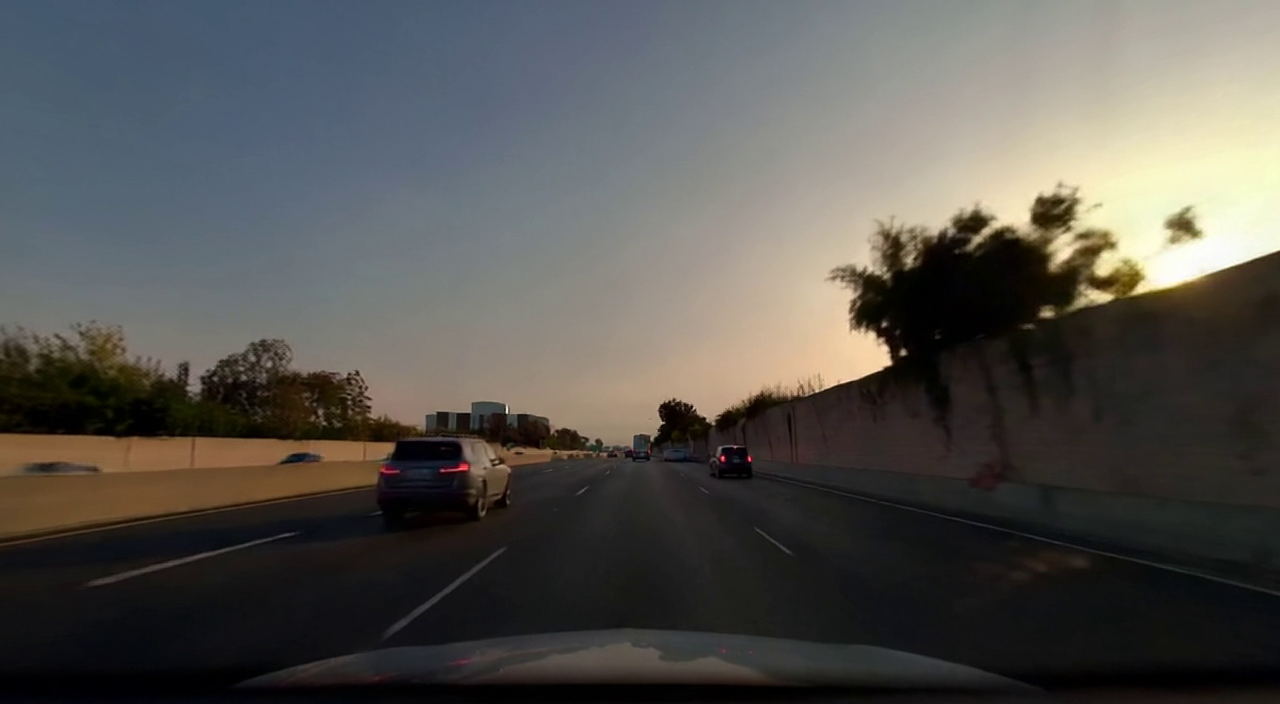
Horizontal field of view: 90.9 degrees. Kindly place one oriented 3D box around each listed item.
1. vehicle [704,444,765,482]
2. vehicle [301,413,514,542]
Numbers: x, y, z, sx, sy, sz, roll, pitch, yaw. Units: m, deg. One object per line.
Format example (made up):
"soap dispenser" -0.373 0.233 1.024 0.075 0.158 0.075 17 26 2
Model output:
"vehicle" 4.069 4.860 27.850 1.973 1.536 4.337 0 -9 -1
"vehicle" -3.760 2.126 11.213 2.014 1.811 4.369 0 -9 1
